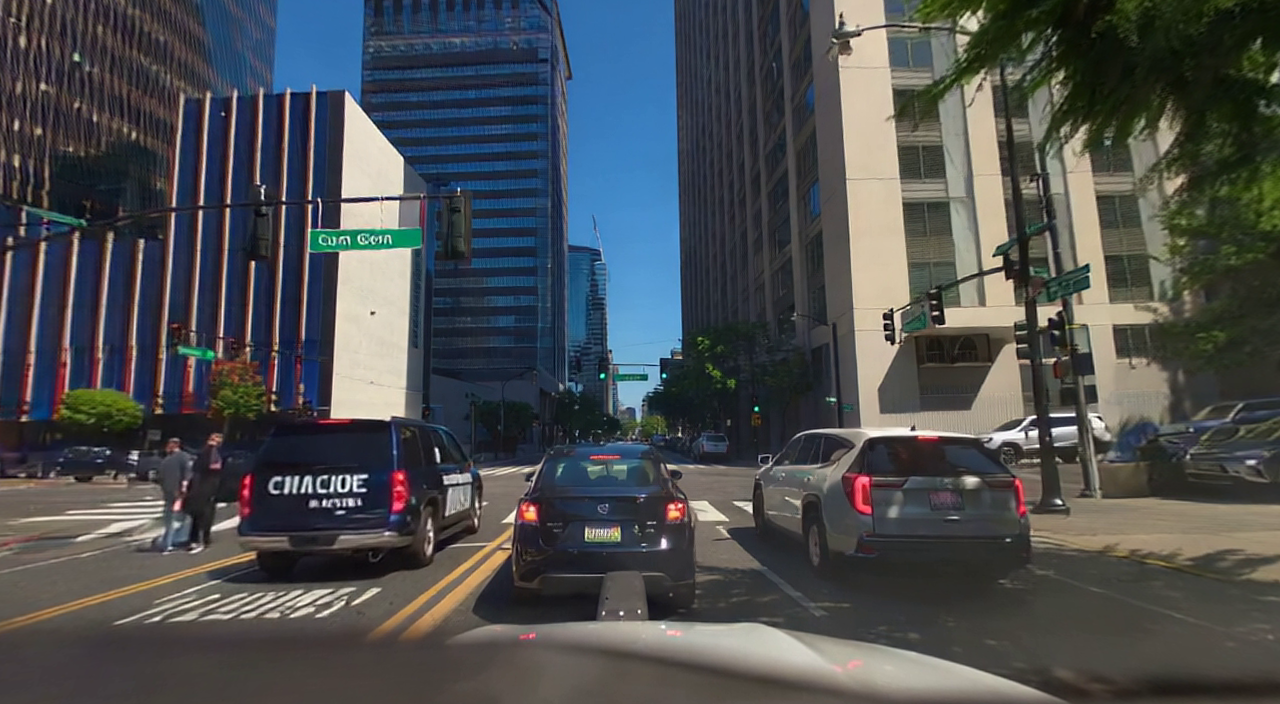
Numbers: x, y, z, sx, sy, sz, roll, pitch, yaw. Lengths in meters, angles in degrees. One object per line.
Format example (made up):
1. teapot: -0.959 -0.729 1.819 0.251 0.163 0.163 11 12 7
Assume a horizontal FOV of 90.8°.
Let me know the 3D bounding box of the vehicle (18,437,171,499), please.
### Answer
1. vehicle: -30.877 6.523 35.938 5.896 3.276 2.809 1 -8 1

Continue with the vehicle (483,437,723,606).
1. vehicle: -0.355 1.789 7.656 2.092 1.454 4.132 0 -8 -1

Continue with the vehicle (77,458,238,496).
1. vehicle: -20.261 5.246 26.710 5.153 1.449 1.966 0 -8 0

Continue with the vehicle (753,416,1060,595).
1. vehicle: 3.034 1.849 8.616 2.072 1.735 4.759 0 -8 0

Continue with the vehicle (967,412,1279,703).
1. vehicle: 2.737 0.807 1.116 1.902 1.454 4.540 0 -8 0

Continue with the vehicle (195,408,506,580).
1. vehicle: -3.684 1.920 9.510 2.190 1.840 5.272 0 -8 0
